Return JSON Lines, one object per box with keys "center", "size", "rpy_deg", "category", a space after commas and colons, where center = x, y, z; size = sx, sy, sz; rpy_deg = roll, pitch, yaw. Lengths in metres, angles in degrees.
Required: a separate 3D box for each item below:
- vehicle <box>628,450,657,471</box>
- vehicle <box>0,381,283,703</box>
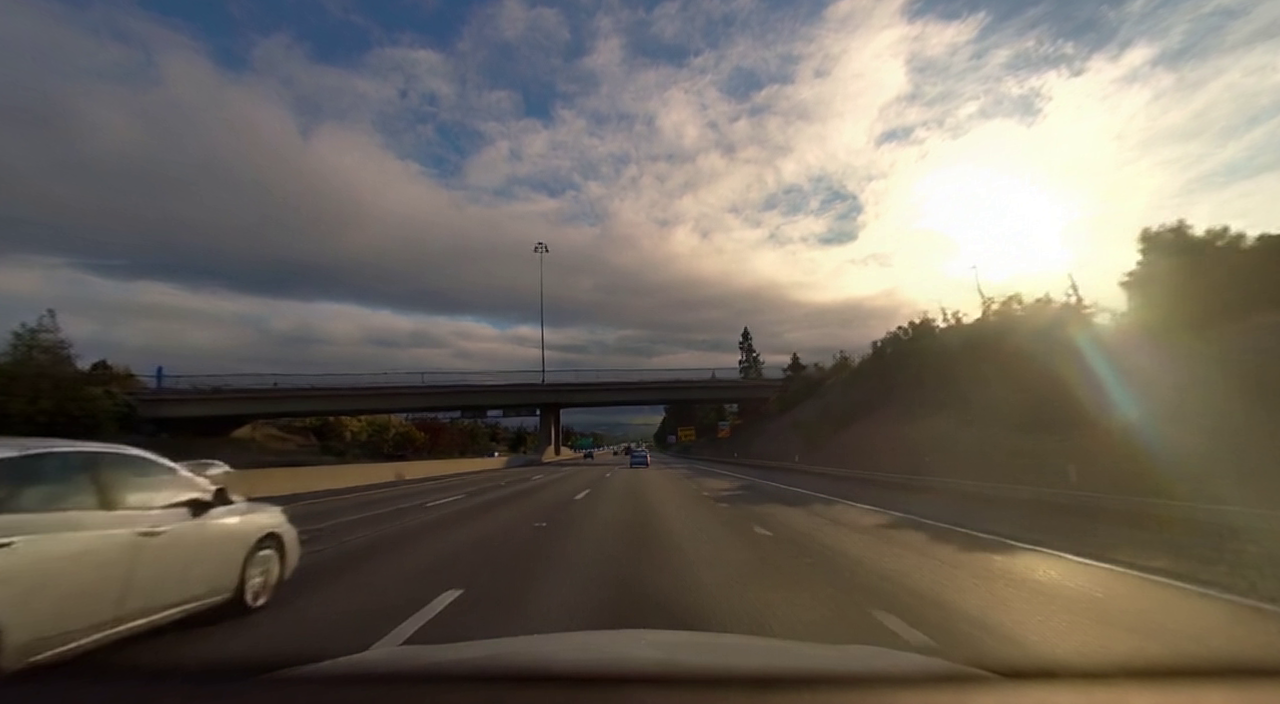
{"center": [0.149, 8.204, 47.899], "size": [2.113, 1.537, 4.208], "rpy_deg": [0, -9, 0], "category": "vehicle"}
{"center": [-4.039, 0.992, 3.019], "size": [2.055, 1.665, 4.373], "rpy_deg": [0, -9, 0], "category": "vehicle"}
